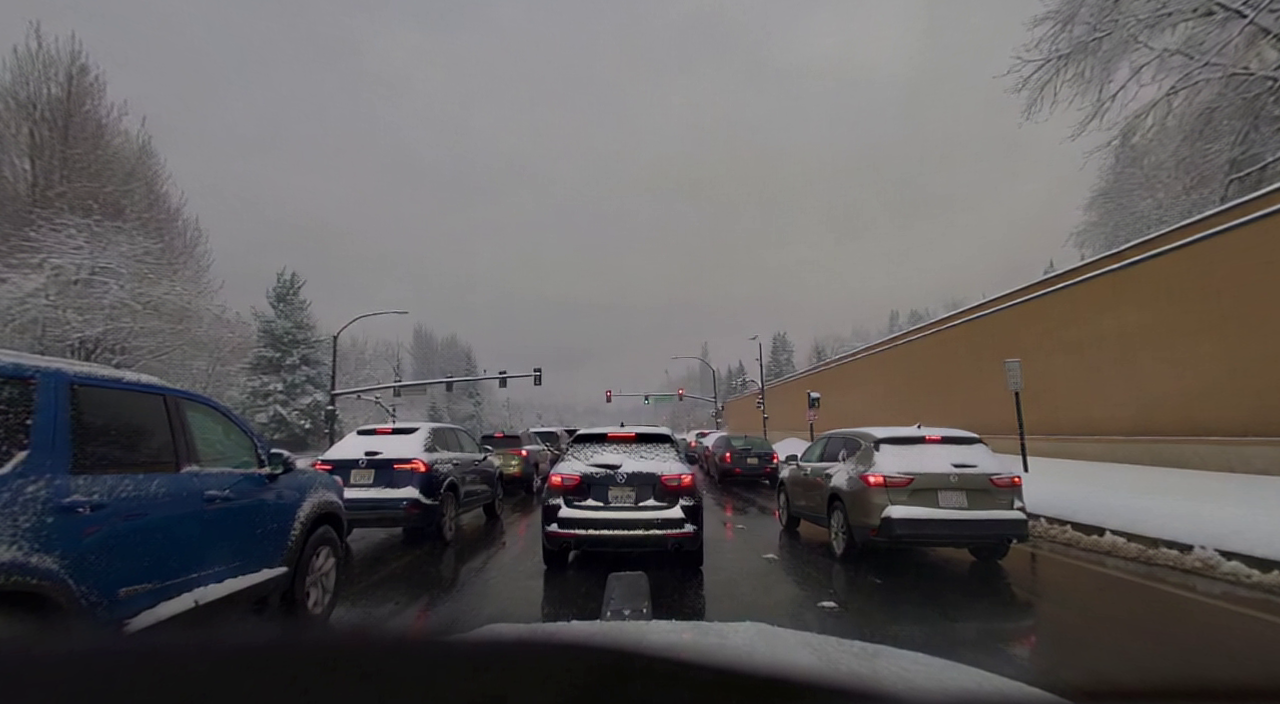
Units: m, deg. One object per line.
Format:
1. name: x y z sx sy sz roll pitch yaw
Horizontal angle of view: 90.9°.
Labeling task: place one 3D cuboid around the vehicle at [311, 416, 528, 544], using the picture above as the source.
1. vehicle: -3.485 2.118 11.147 2.067 1.759 4.631 0 -8 1

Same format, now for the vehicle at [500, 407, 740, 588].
1. vehicle: -0.152 1.655 7.946 2.245 1.677 3.913 0 -8 1

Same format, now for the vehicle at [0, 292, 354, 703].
1. vehicle: -3.521 0.831 3.111 2.070 1.913 4.450 0 -8 0

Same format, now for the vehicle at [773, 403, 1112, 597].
1. vehicle: 3.146 1.627 7.801 2.029 1.702 4.281 0 -8 0
